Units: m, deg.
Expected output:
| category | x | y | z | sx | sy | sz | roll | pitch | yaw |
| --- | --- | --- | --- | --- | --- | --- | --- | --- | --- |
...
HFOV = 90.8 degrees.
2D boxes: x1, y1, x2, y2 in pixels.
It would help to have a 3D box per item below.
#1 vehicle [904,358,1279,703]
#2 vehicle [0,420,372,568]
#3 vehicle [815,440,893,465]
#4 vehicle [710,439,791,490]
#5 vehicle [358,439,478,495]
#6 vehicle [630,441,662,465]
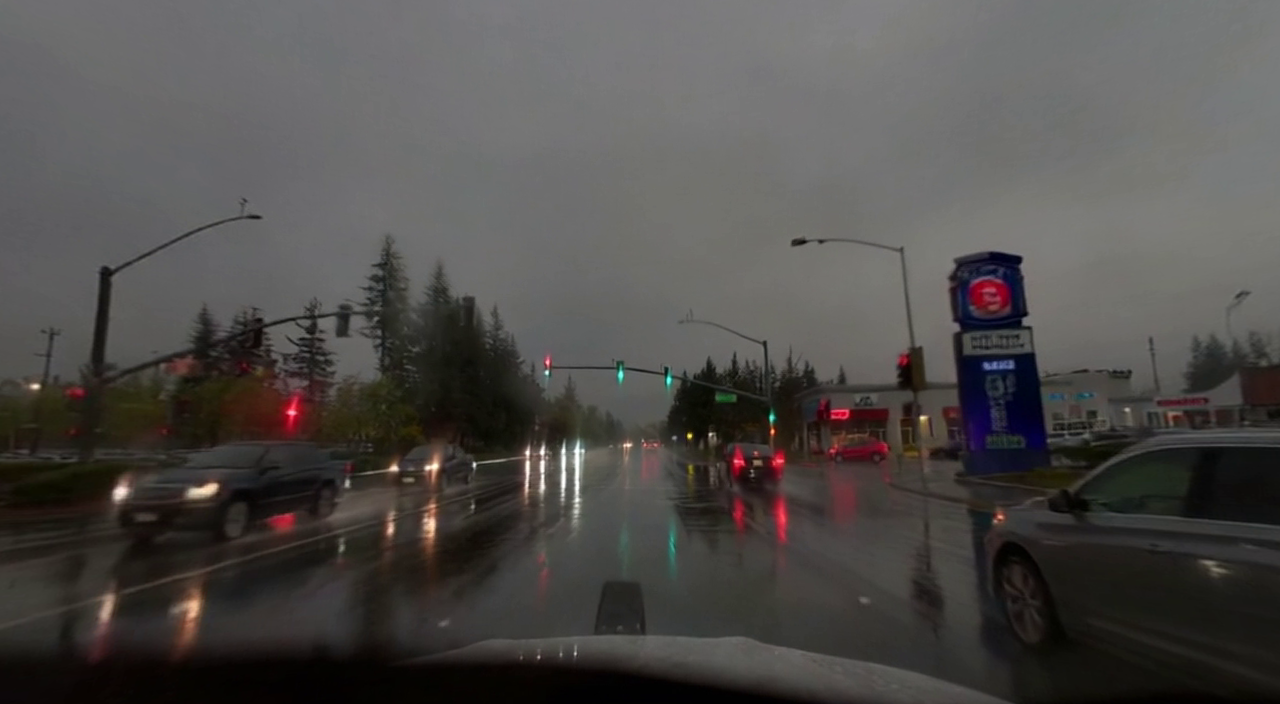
| category | x | y | z | sx | sy | sz | roll | pitch | yaw |
| --- | --- | --- | --- | --- | --- | --- | --- | --- | --- |
| vehicle | 3.296 | 0.926 | 2.832 | 2.174 | 1.596 | 4.779 | 0 | -8 | 0 |
| vehicle | -6.124 | 1.906 | 9.360 | 2.176 | 1.591 | 4.778 | 0 | -8 | 1 |
| vehicle | 13.883 | 6.531 | 41.162 | 4.370 | 1.517 | 1.939 | 0 | -8 | 3 |
| vehicle | 3.461 | 3.601 | 20.603 | 1.842 | 1.480 | 4.155 | 0 | -8 | -1 |
| vehicle | -6.483 | 3.387 | 19.048 | 2.038 | 1.484 | 4.273 | 0 | -8 | 0 |
| vehicle | 0.341 | 6.597 | 41.372 | 2.008 | 1.464 | 4.052 | 0 | -8 | -1 |
